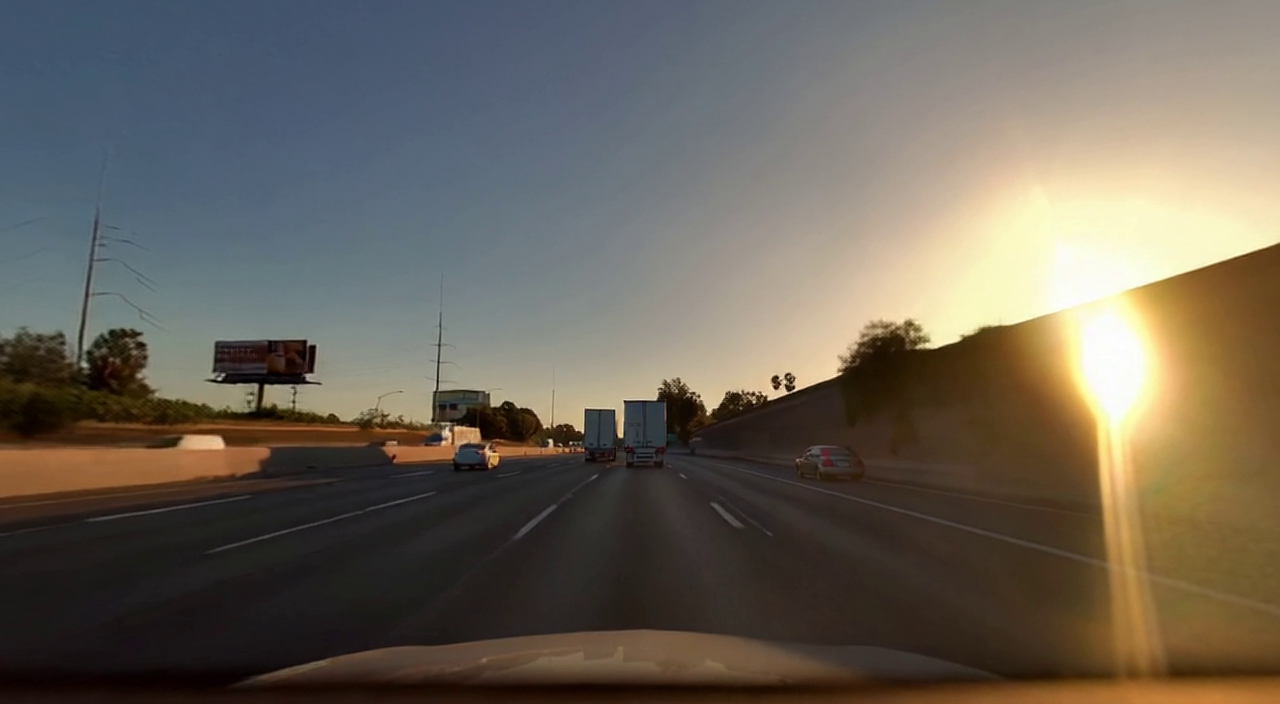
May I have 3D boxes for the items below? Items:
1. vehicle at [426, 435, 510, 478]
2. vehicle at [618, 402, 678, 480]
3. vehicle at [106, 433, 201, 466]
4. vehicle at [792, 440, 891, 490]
[{"bbox_3d":[-6.719,4.120,25.237,1.992,1.547,4.673,0,-8,1],"label":"vehicle"},{"bbox_3d":[0.366,5.132,38.155,3.054,3.944,11.230,-1,-6,-1],"label":"vehicle"},{"bbox_3d":[-22.218,4.451,28.949,1.532,1.421,3.467,0,-8,1],"label":"vehicle"},{"bbox_3d":[6.947,3.922,22.300,1.969,1.560,4.394,0,-8,-1],"label":"vehicle"}]
